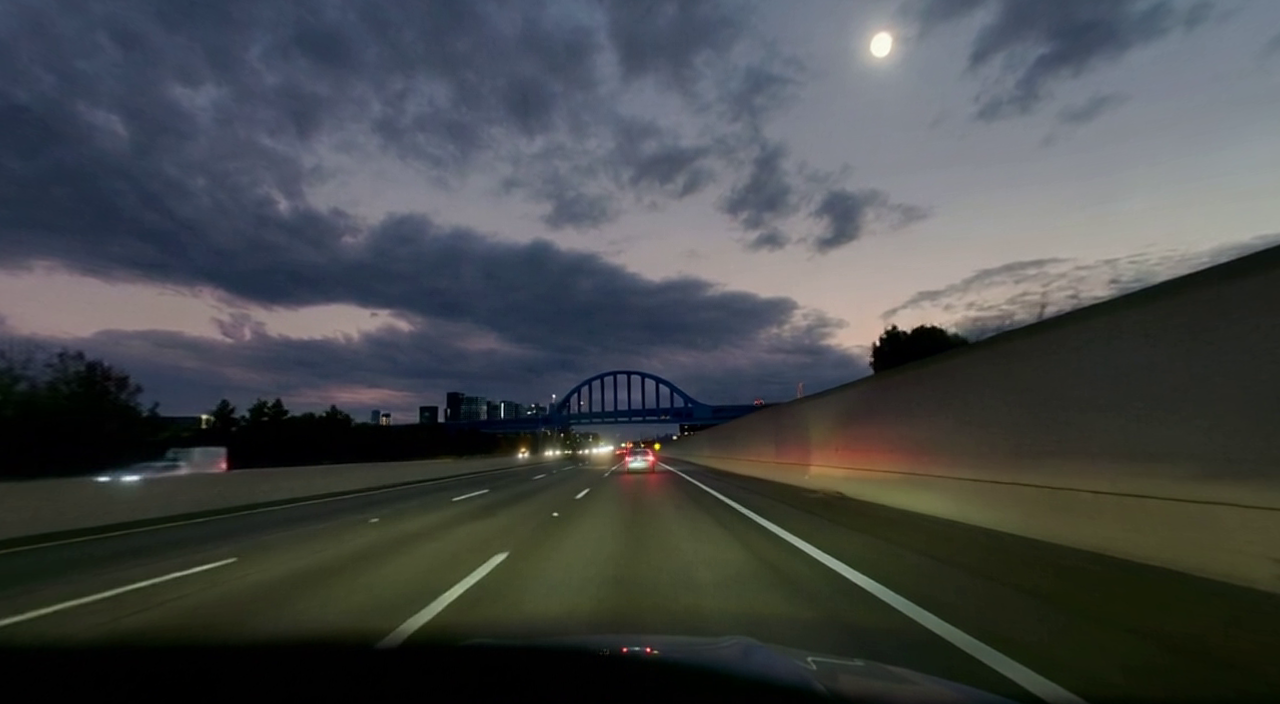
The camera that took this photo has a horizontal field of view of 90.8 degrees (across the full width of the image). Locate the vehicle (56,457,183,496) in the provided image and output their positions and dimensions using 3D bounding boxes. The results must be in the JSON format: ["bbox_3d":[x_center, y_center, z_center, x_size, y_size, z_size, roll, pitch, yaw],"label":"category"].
[{"bbox_3d":[-21.750,5.174,26.601,1.807,1.436,4.163,0,-9,-1],"label":"vehicle"}]

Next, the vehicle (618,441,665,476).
[{"bbox_3d":[0.037,5.623,33.576,2.299,1.716,4.579,0,-9,-1],"label":"vehicle"}]
